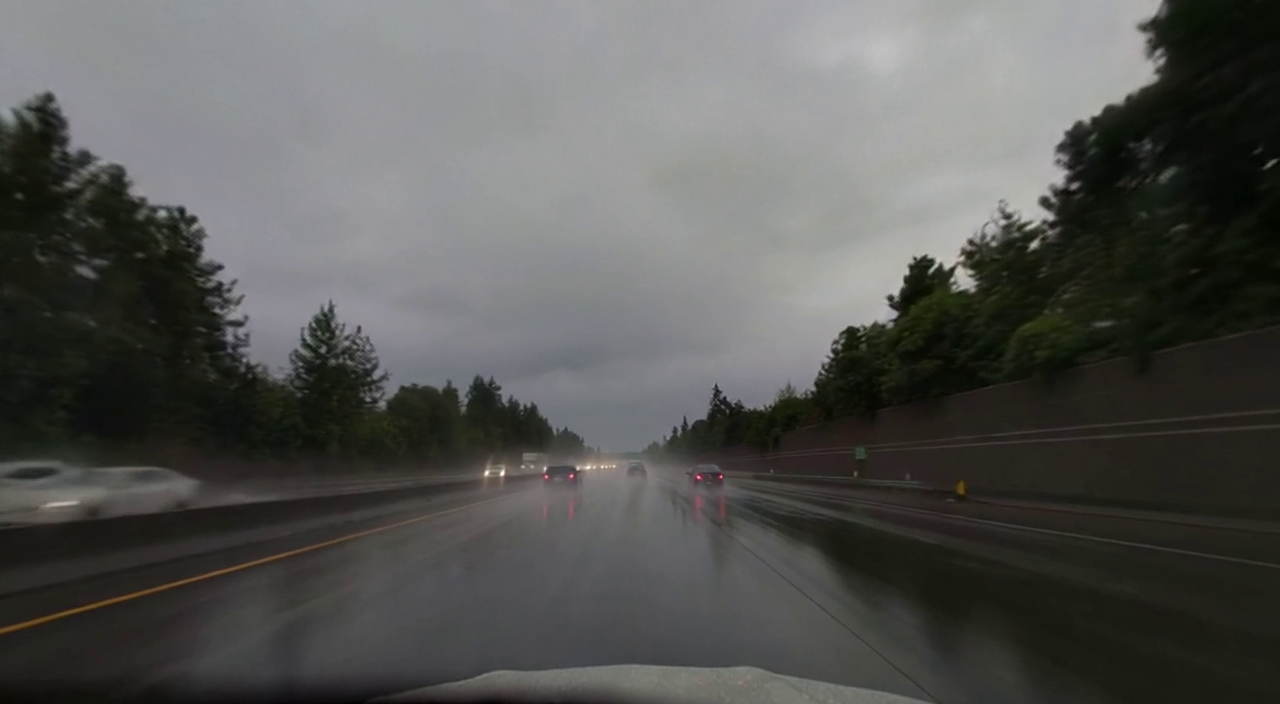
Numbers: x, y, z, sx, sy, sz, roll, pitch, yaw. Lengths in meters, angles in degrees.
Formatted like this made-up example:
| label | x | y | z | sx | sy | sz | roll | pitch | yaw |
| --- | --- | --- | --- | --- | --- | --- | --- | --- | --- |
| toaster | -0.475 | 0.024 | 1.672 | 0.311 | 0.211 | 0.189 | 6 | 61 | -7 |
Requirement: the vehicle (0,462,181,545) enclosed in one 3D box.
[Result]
| label | x | y | z | sx | sy | sz | roll | pitch | yaw |
| --- | --- | --- | --- | --- | --- | --- | --- | --- | --- |
| vehicle | -12.455 | 3.095 | 13.392 | 1.913 | 1.457 | 4.579 | 1 | -11 | 0 |

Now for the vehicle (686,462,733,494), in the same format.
| label | x | y | z | sx | sy | sz | roll | pitch | yaw |
| --- | --- | --- | --- | --- | --- | --- | --- | --- | --- |
| vehicle | 3.591 | 6.626 | 33.263 | 1.981 | 1.516 | 4.109 | 1 | -10 | -1 |

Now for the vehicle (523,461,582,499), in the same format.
| label | x | y | z | sx | sy | sz | roll | pitch | yaw |
| --- | --- | --- | --- | --- | --- | --- | --- | --- | --- |
| vehicle | -3.714 | 5.503 | 27.371 | 2.000 | 1.484 | 3.995 | 1 | -11 | -1 |
